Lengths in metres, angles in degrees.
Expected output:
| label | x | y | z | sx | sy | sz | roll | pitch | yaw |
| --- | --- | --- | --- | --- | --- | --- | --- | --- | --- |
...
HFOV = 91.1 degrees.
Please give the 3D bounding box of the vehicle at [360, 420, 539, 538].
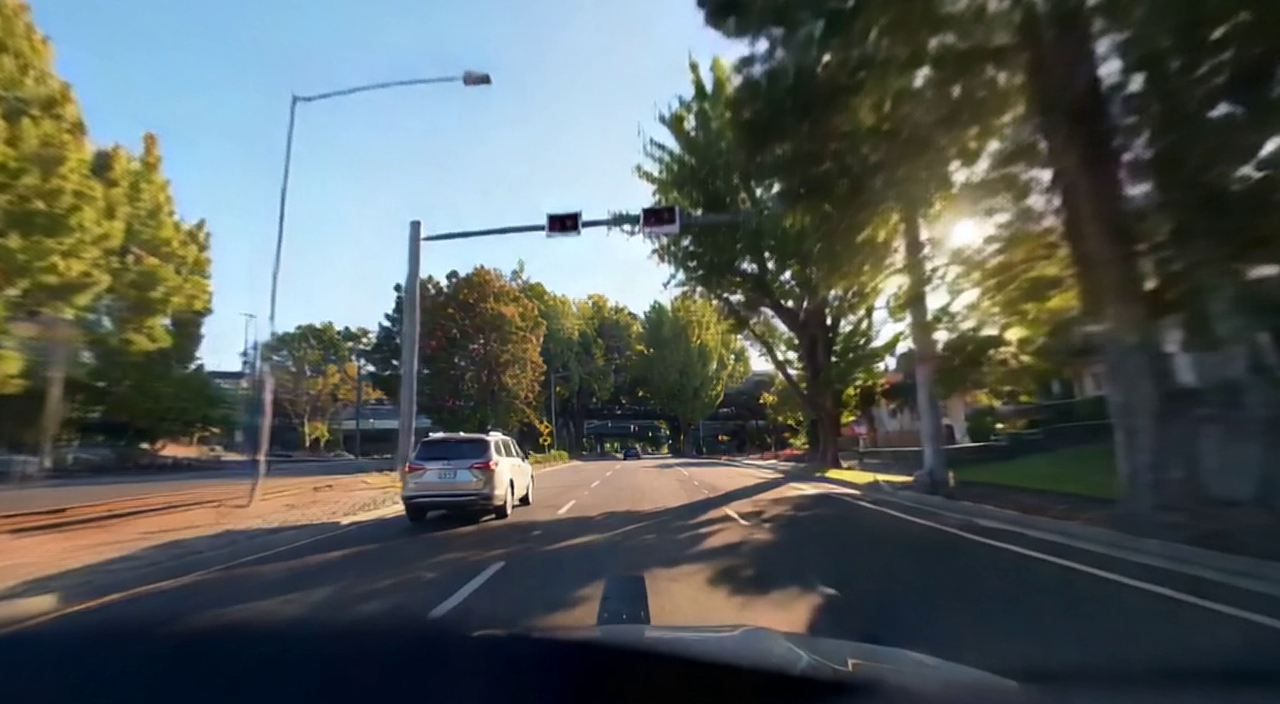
| label | x | y | z | sx | sy | sz | roll | pitch | yaw |
| --- | --- | --- | --- | --- | --- | --- | --- | --- | --- |
| vehicle | -3.173 | 2.194 | 11.500 | 1.882 | 1.704 | 4.335 | -1 | -8 | 0 |
